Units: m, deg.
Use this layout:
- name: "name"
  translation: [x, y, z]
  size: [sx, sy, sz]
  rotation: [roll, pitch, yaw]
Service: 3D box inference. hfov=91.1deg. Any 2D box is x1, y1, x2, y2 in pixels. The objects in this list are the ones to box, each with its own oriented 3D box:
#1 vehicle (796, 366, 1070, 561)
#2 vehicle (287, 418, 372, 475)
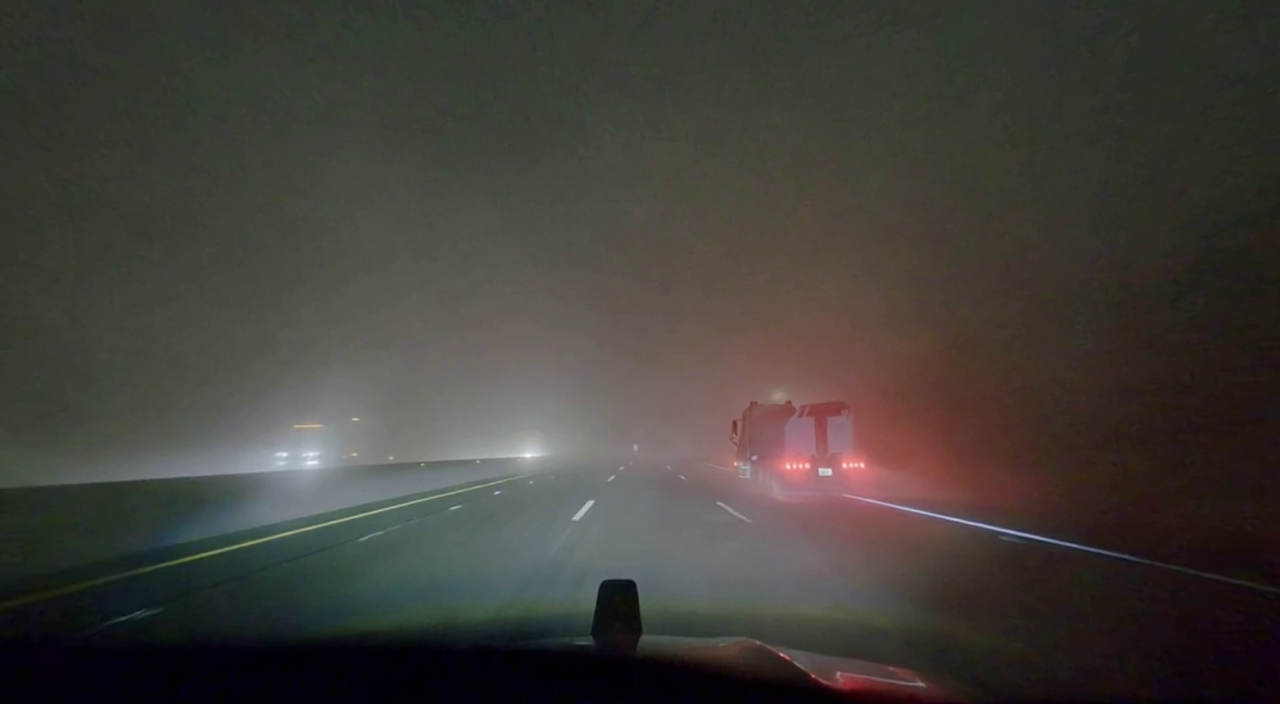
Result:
- name: "vehicle"
  translation: [4.248, 1.730, 10.174]
  size: [2.215, 2.461, 4.234]
  rotation: [0, -9, -2]
- name: "vehicle"
  translation: [-23.324, 7.195, 47.668]
  size: [3.156, 4.015, 5.992]
  rotation: [-1, -9, 1]
